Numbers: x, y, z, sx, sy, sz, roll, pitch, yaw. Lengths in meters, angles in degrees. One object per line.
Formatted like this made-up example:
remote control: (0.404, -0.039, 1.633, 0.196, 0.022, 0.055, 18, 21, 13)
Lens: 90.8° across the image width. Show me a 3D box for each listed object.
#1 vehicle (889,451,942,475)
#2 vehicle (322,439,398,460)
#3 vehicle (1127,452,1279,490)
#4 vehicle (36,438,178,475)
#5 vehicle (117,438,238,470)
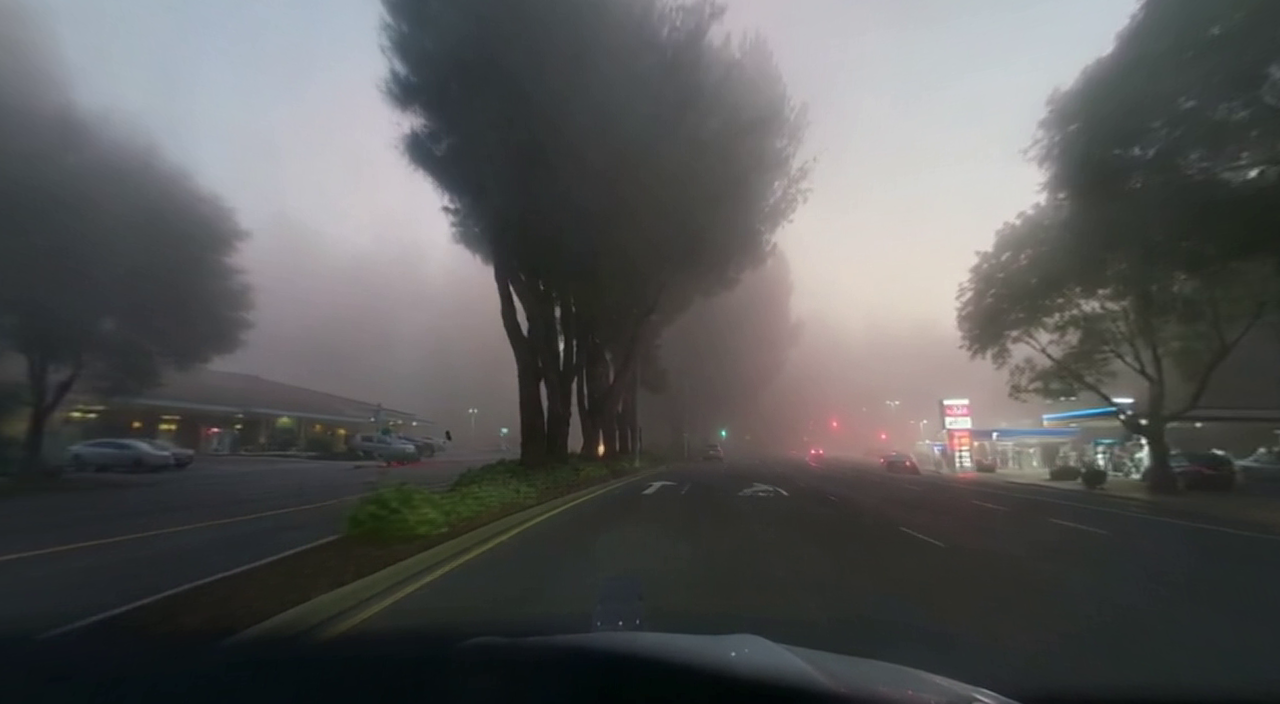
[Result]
vehicle: (18.149, 7.312, 41.807, 2.099, 1.464, 4.615, -1, -9, 9)
vehicle: (-19.188, 6.704, 43.356, 4.343, 1.379, 1.851, -1, -9, 8)
vehicle: (24.300, 5.099, 27.530, 1.843, 1.455, 4.558, 2, -9, -14)
vehicle: (-21.866, 4.267, 25.980, 4.520, 1.439, 1.919, -1, -9, 11)
vehicle: (-21.531, 4.749, 29.506, 4.425, 1.438, 1.879, -1, -9, 9)
